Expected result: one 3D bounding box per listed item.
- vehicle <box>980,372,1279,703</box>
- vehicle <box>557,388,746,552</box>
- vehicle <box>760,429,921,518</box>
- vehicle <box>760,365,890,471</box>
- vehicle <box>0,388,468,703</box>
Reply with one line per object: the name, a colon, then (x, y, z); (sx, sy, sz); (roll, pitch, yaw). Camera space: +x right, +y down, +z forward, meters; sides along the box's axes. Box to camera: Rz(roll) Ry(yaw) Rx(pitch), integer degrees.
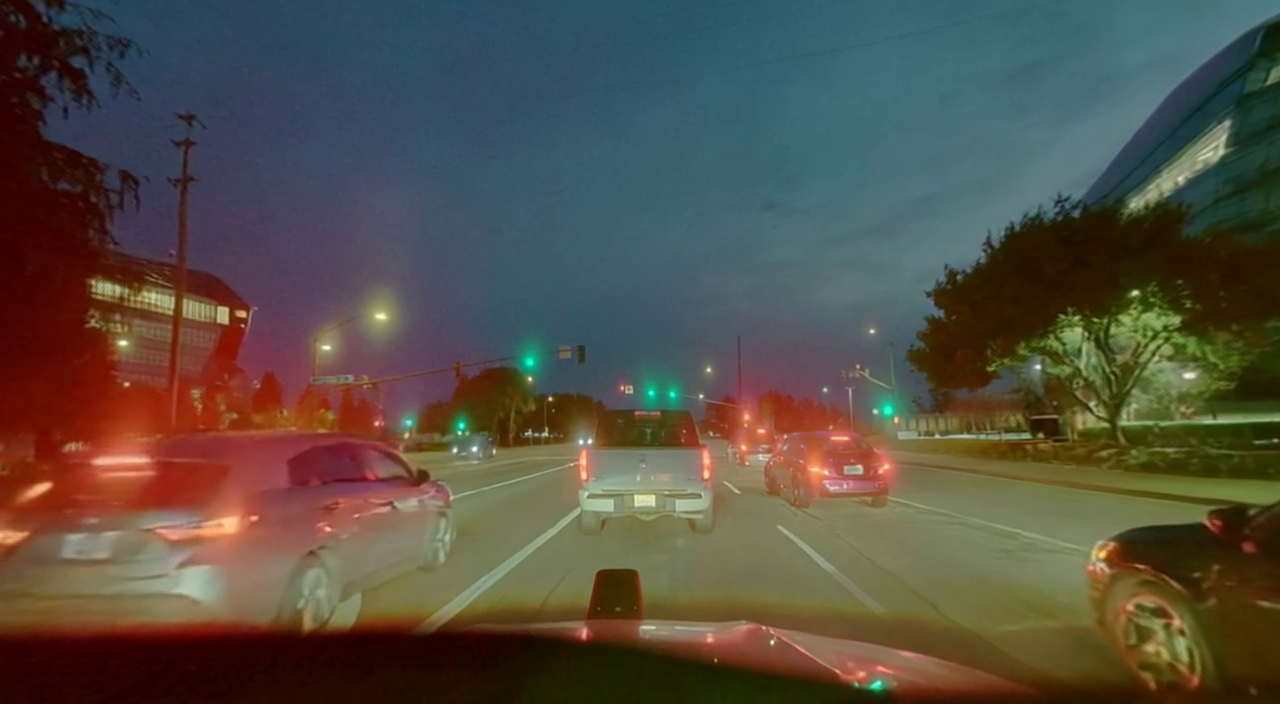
vehicle: (3.218, 0.789, 1.890); (2.109, 1.500, 4.585); (-1, -9, 5)
vehicle: (0.222, 1.718, 9.645); (2.188, 1.892, 4.488); (0, -9, 2)
vehicle: (3.703, 2.324, 12.463); (1.862, 1.451, 4.083); (0, -9, 1)
vehicle: (7.684, 3.102, 27.780); (2.965, 3.900, 9.064); (0, -9, 0)
vehicle: (-3.015, 1.233, 4.872); (2.010, 1.515, 4.152); (0, -9, 3)
